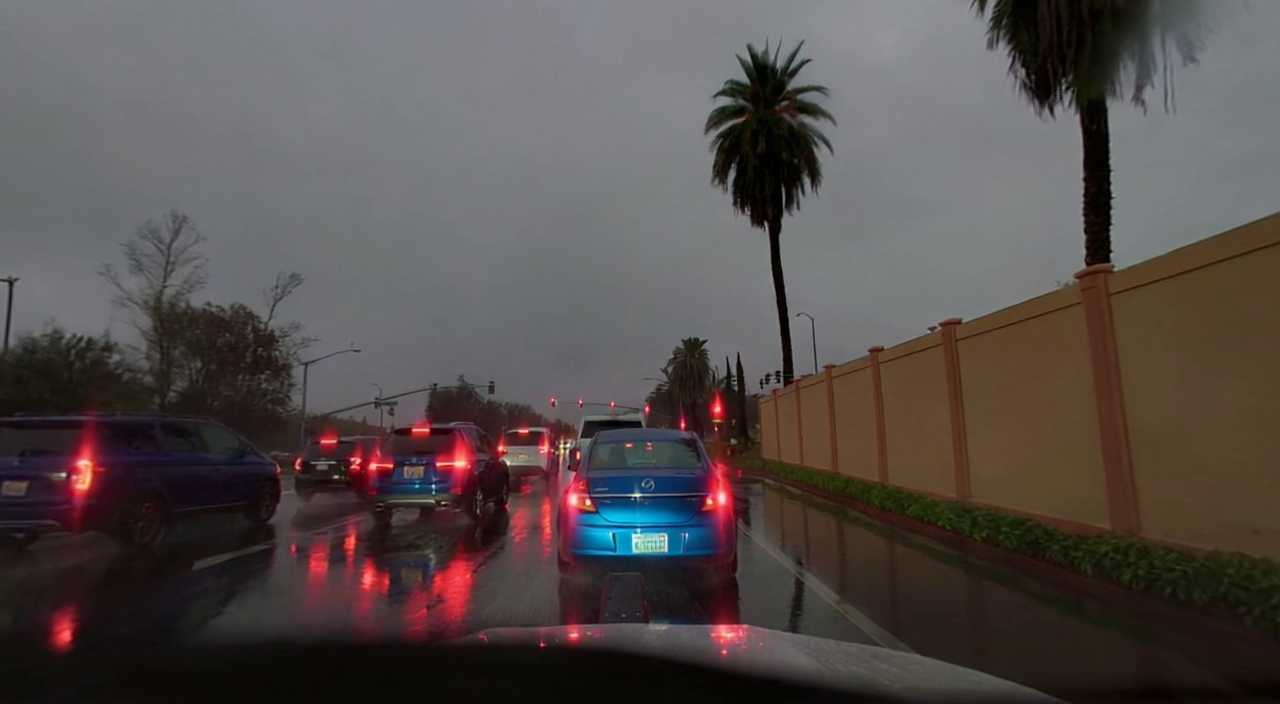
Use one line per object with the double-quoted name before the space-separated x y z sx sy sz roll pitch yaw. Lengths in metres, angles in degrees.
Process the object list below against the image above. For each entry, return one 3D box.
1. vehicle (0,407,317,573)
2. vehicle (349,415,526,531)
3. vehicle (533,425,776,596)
"vehicle" -6.677 1.779 8.902 1.963 1.721 4.467 0 -8 -2
"vehicle" -3.474 2.156 11.777 2.007 1.746 4.136 0 -8 -1
"vehicle" 0.063 1.709 7.744 2.128 1.473 4.272 0 -8 -2
